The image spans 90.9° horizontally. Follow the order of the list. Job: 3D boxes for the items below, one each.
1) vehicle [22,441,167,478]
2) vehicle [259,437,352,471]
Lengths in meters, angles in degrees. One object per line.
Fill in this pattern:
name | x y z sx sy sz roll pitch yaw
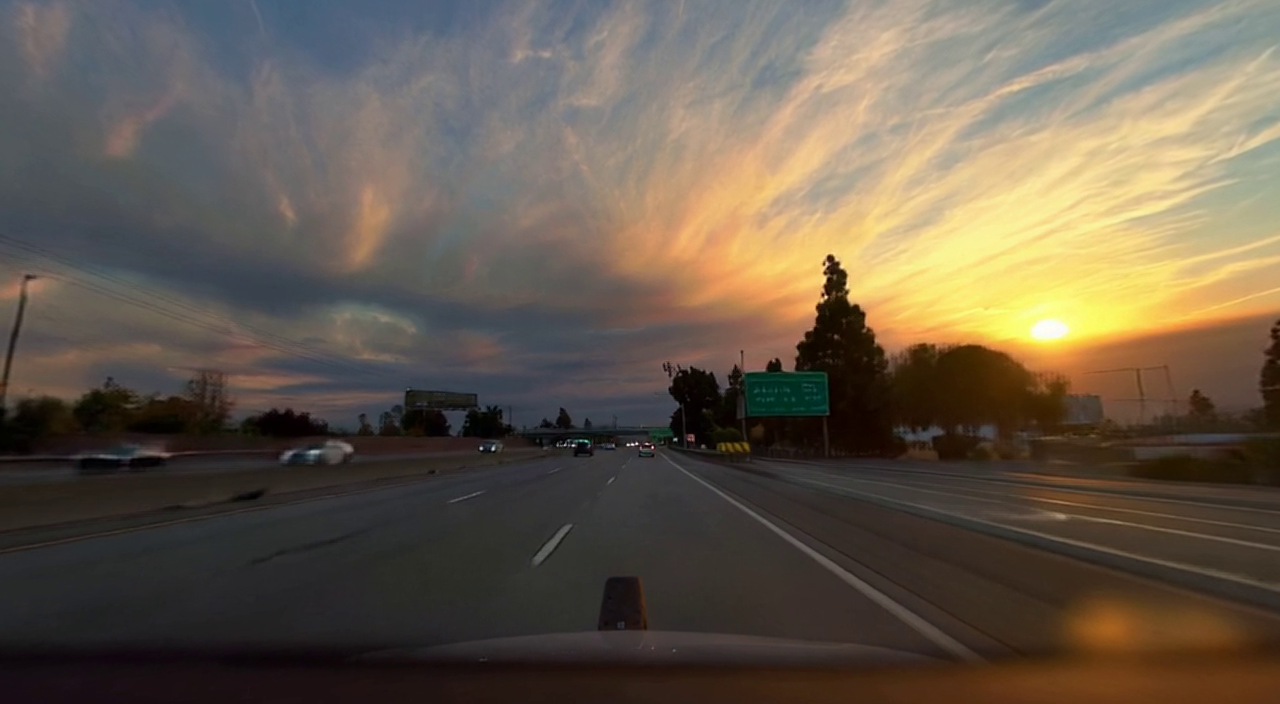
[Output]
vehicle | -25.036 4.940 29.272 2.061 1.561 5.097 0 -9 2
vehicle | -17.557 5.389 33.435 2.200 1.627 4.900 0 -9 0
